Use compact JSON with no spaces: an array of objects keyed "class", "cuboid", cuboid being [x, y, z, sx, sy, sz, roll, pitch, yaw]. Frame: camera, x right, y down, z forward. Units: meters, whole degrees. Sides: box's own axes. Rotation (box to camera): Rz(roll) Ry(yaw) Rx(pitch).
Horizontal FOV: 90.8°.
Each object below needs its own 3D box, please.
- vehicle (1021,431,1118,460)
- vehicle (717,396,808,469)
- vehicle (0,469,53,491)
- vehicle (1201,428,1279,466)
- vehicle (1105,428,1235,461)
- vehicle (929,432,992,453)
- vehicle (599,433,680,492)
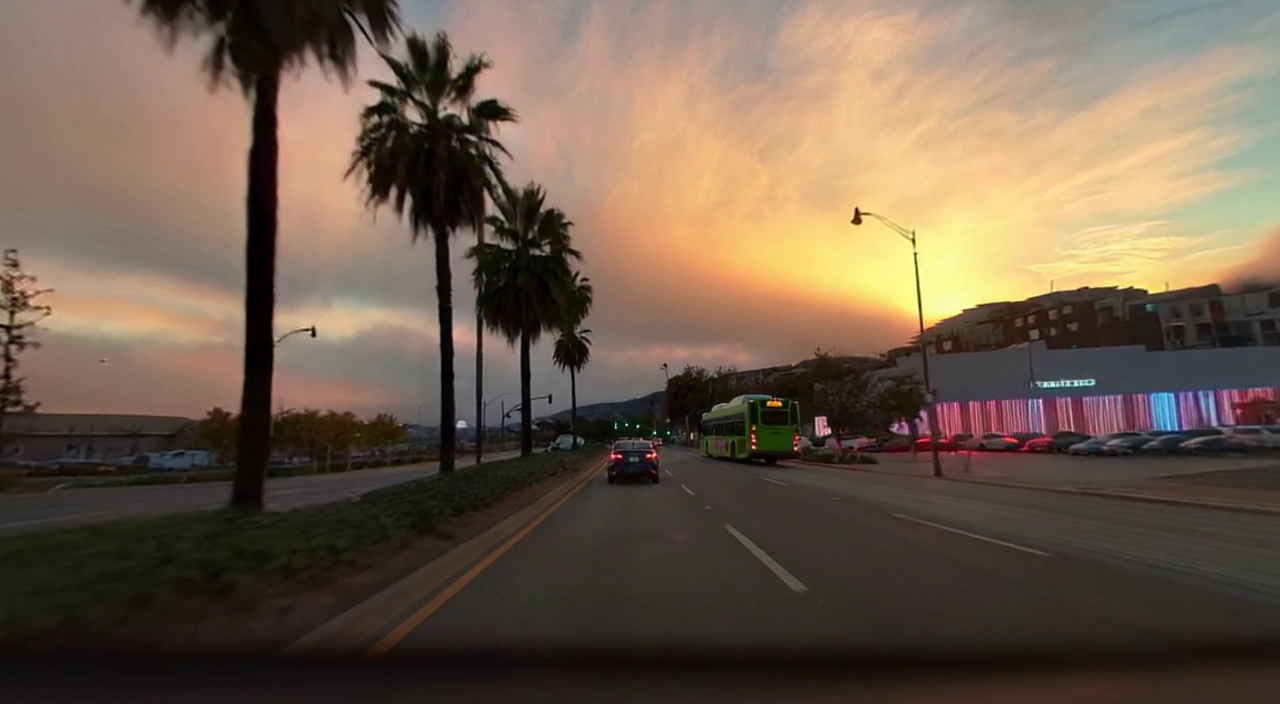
[{"class":"vehicle","cuboid":[25.348,5.536,37.389,4.260,1.455,1.767,-3,-9,3]},{"class":"vehicle","cuboid":[6.251,4.432,33.930,2.795,3.383,9.287,0,-9,-1]},{"class":"vehicle","cuboid":[-43.986,8.905,43.894,1.714,1.415,4.313,-7,-11,39]},{"class":"vehicle","cuboid":[25.601,3.792,25.331,4.319,1.444,1.888,0,-9,-1]},{"class":"vehicle","cuboid":[25.194,4.432,30.152,4.492,1.492,1.855,0,-9,1]},{"class":"vehicle","cuboid":[24.973,7.099,49.336,3.950,1.441,1.675,-2,-8,-2]},{"class":"vehicle","cuboid":[-0.055,3.162,18.338,2.065,1.477,4.306,0,-9,-1]}]
